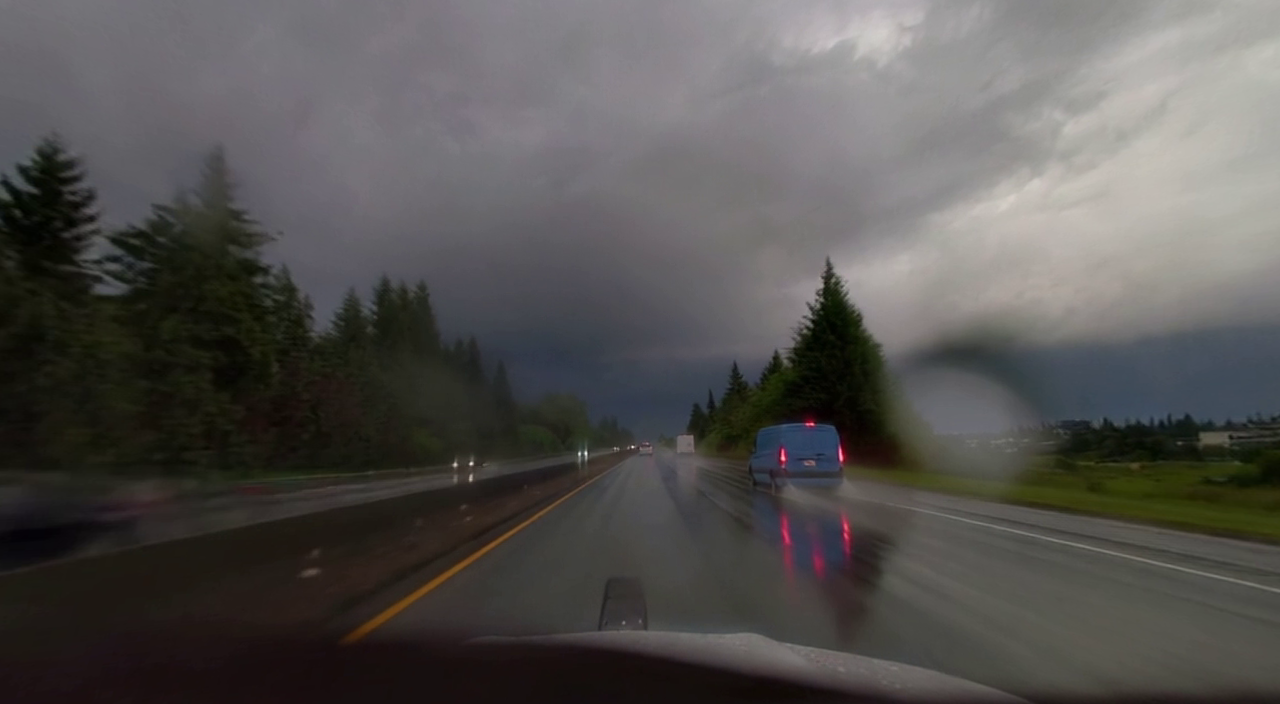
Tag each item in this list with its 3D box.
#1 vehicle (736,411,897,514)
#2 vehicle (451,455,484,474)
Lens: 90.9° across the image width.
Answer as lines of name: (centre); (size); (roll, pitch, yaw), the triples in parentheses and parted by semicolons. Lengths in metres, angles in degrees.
vehicle: (3.937, 2.598, 15.168); (2.371, 2.045, 4.768); (0, -9, -1)
vehicle: (-12.971, 8.489, 47.491); (1.530, 1.346, 3.220); (-1, -9, 1)
